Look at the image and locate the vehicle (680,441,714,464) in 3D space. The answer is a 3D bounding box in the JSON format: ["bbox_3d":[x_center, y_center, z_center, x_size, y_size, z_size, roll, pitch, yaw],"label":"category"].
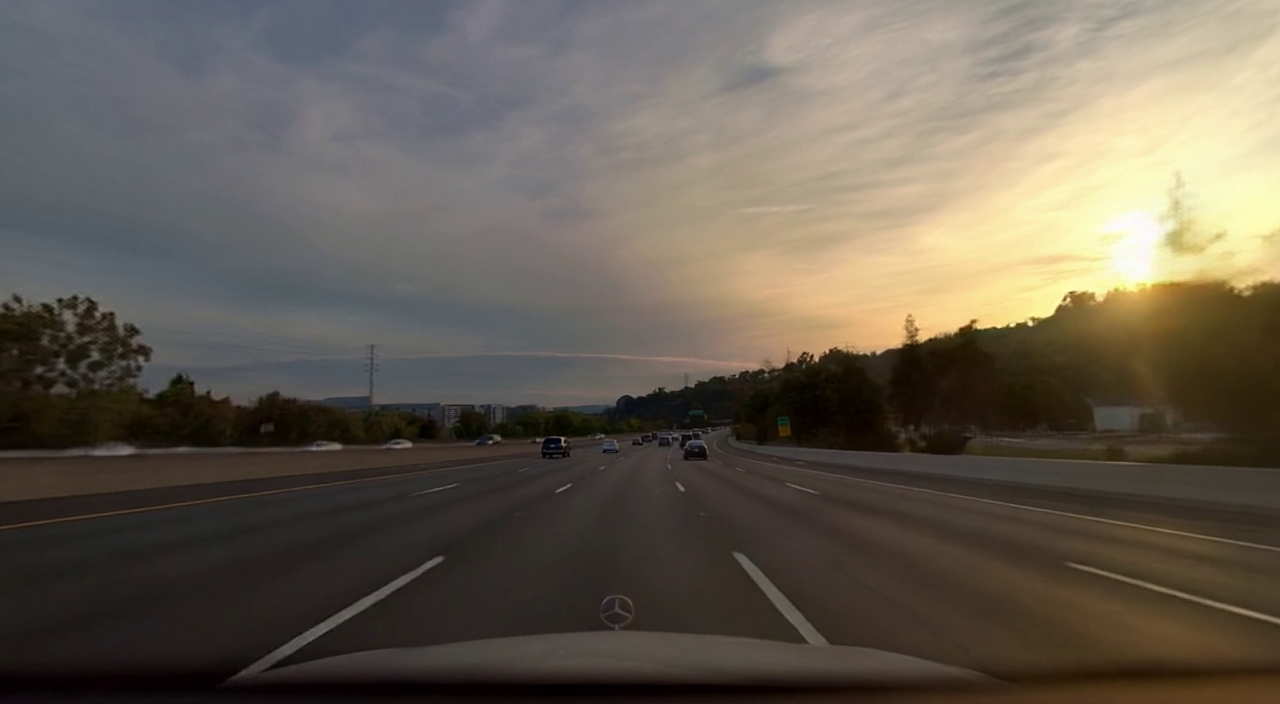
[{"bbox_3d":[3.817,6.815,43.044,1.967,1.475,4.080,0,-8,1],"label":"vehicle"}]

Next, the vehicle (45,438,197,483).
[{"bbox_3d":[-19.514,4.079,24.070,1.912,1.536,4.459,0,-8,1],"label":"vehicle"}]

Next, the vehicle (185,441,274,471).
[{"bbox_3d":[-23.214,5.882,35.937,1.899,1.560,4.551,0,-8,1],"label":"vehicle"}]
